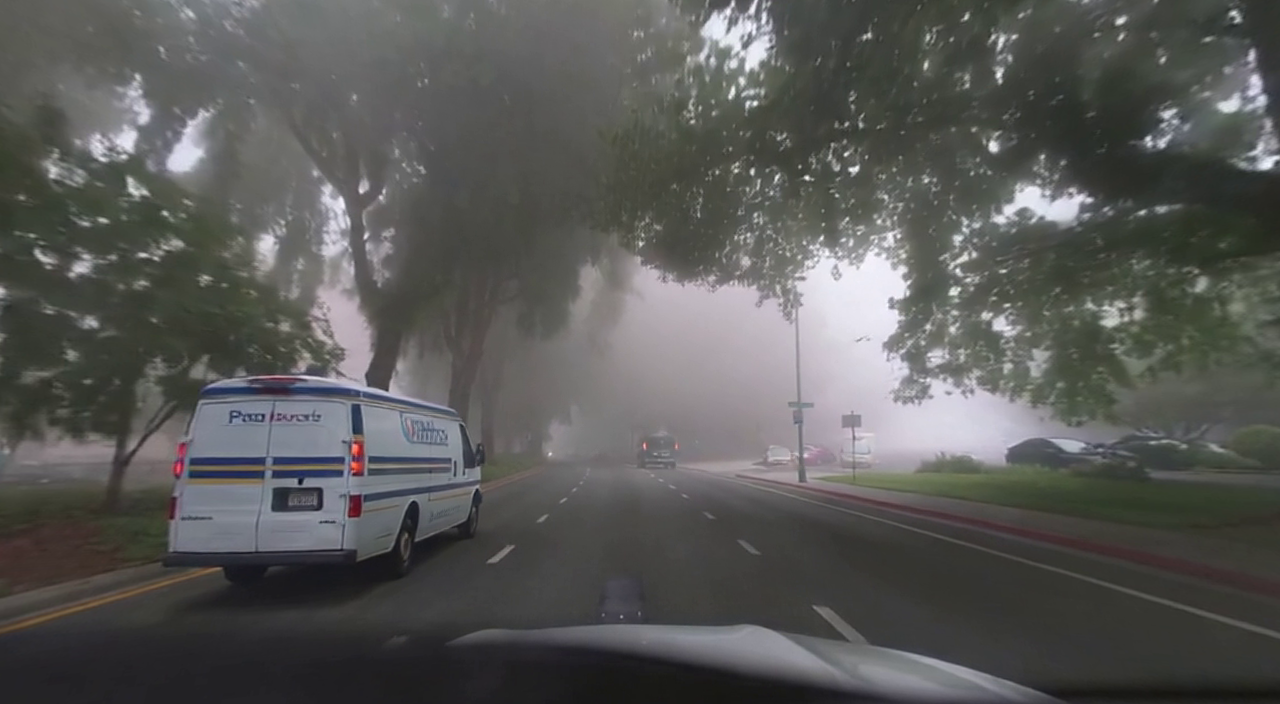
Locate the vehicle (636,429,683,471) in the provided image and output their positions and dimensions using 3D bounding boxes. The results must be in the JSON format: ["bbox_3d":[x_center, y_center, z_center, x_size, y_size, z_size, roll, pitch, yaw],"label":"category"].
[{"bbox_3d":[1.181,6.488,41.753,2.397,2.566,5.324,1,-9,-6],"label":"vehicle"}]

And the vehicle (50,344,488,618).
[{"bbox_3d":[-3.562,1.395,7.485,2.420,2.227,4.499,0,-9,-1],"label":"vehicle"}]

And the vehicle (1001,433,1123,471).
[{"bbox_3d":[18.322,4.377,27.718,1.926,1.517,4.505,1,-9,-5],"label":"vehicle"}]

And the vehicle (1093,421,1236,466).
[{"bbox_3d":[23.373,4.154,28.458,1.966,1.798,4.753,1,-9,-7],"label":"vehicle"}]

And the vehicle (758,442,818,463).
[{"bbox_3d":[11.635,7.925,49.765,4.117,1.627,2.086,1,-9,-5],"label":"vehicle"}]
